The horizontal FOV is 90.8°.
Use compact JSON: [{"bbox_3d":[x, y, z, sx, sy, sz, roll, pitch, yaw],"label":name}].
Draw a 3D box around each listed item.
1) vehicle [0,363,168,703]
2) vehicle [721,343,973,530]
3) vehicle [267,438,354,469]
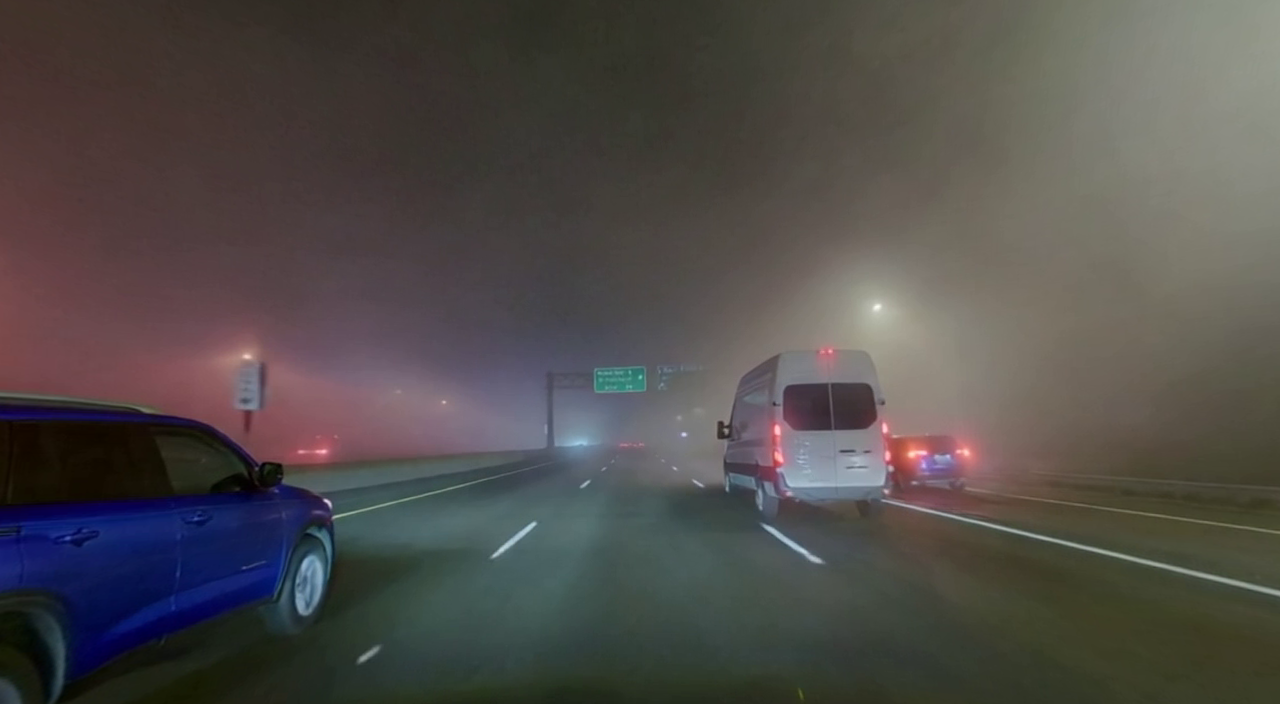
[{"bbox_3d":[-3.936,0.715,1.753,2.000,1.646,4.201,0,-8,-1],"label":"vehicle"},{"bbox_3d":[3.438,1.707,12.620,2.629,2.718,6.740,0,-8,-1],"label":"vehicle"},{"bbox_3d":[-17.947,5.555,34.704,2.044,1.573,4.964,0,-8,0],"label":"vehicle"}]
